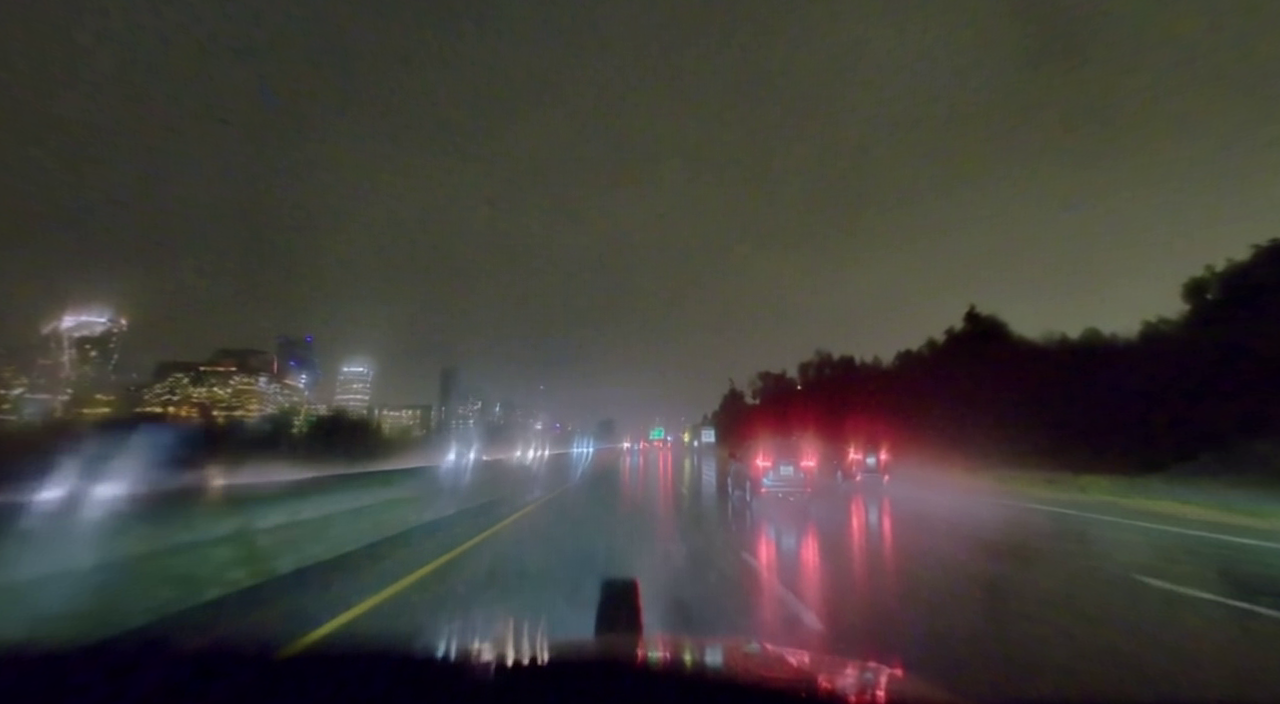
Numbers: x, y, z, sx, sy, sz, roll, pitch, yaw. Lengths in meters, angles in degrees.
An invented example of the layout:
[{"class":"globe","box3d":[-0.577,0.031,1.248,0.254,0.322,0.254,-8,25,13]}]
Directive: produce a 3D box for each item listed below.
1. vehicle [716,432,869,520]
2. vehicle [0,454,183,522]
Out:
[{"class":"vehicle","box3d":[2.951,2.513,13.404,1.982,1.533,4.612,0,-8,-2]},{"class":"vehicle","box3d":[-15.018,3.503,16.872,1.974,1.491,4.688,0,-8,2]}]
